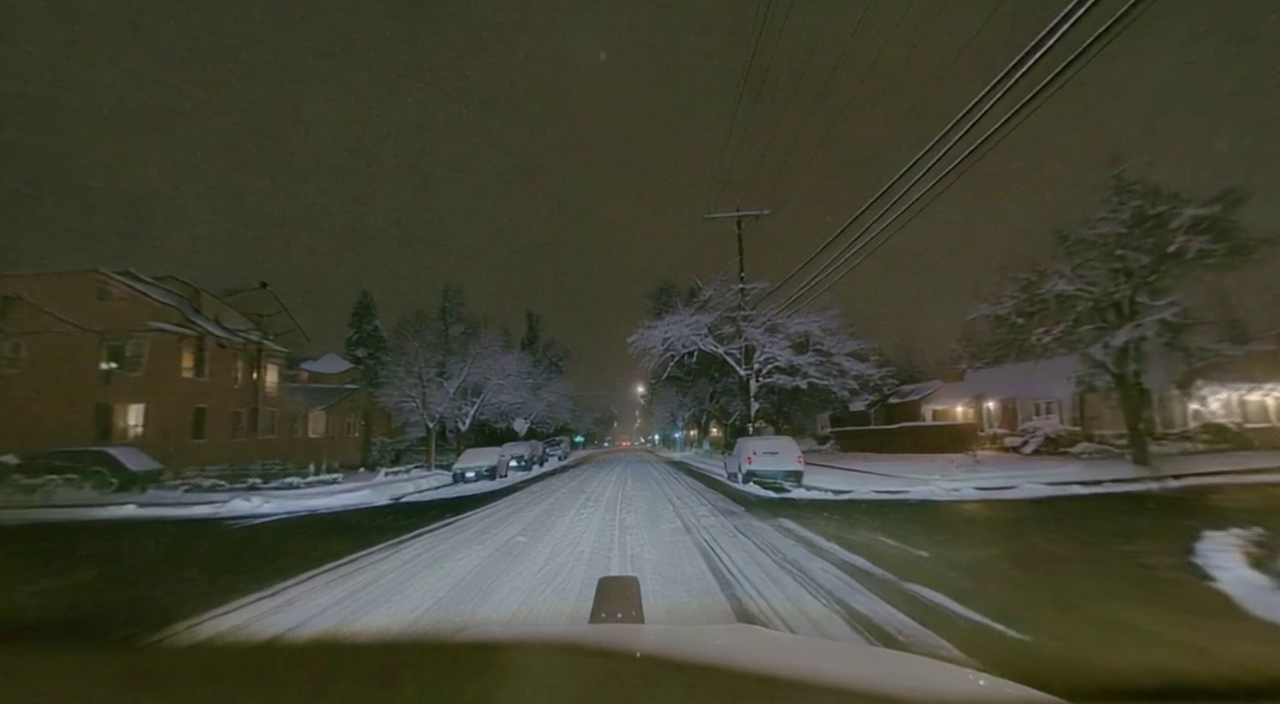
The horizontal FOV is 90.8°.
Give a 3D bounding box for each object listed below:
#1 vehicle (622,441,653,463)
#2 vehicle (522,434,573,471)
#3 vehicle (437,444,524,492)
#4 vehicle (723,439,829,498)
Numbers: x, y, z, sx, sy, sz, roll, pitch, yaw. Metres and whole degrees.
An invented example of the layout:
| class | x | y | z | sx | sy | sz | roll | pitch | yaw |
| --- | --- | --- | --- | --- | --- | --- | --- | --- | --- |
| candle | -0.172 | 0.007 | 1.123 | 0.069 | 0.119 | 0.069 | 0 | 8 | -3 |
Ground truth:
| class | x | y | z | sx | sy | sz | roll | pitch | yaw |
| --- | --- | --- | --- | --- | --- | --- | --- | --- | --- |
| vehicle | -0.230 | 7.131 | 45.166 | 2.062 | 1.509 | 4.305 | 0 | -8 | -1 |
| vehicle | -6.011 | 6.530 | 41.627 | 2.284 | 2.119 | 5.984 | -3 | -7 | 1 |
| vehicle | -6.136 | 4.486 | 25.050 | 2.094 | 1.433 | 5.740 | -4 | -7 | -2 |
| vehicle | 4.008 | 3.513 | 19.646 | 2.144 | 1.572 | 5.026 | 0 | -8 | 0 |
